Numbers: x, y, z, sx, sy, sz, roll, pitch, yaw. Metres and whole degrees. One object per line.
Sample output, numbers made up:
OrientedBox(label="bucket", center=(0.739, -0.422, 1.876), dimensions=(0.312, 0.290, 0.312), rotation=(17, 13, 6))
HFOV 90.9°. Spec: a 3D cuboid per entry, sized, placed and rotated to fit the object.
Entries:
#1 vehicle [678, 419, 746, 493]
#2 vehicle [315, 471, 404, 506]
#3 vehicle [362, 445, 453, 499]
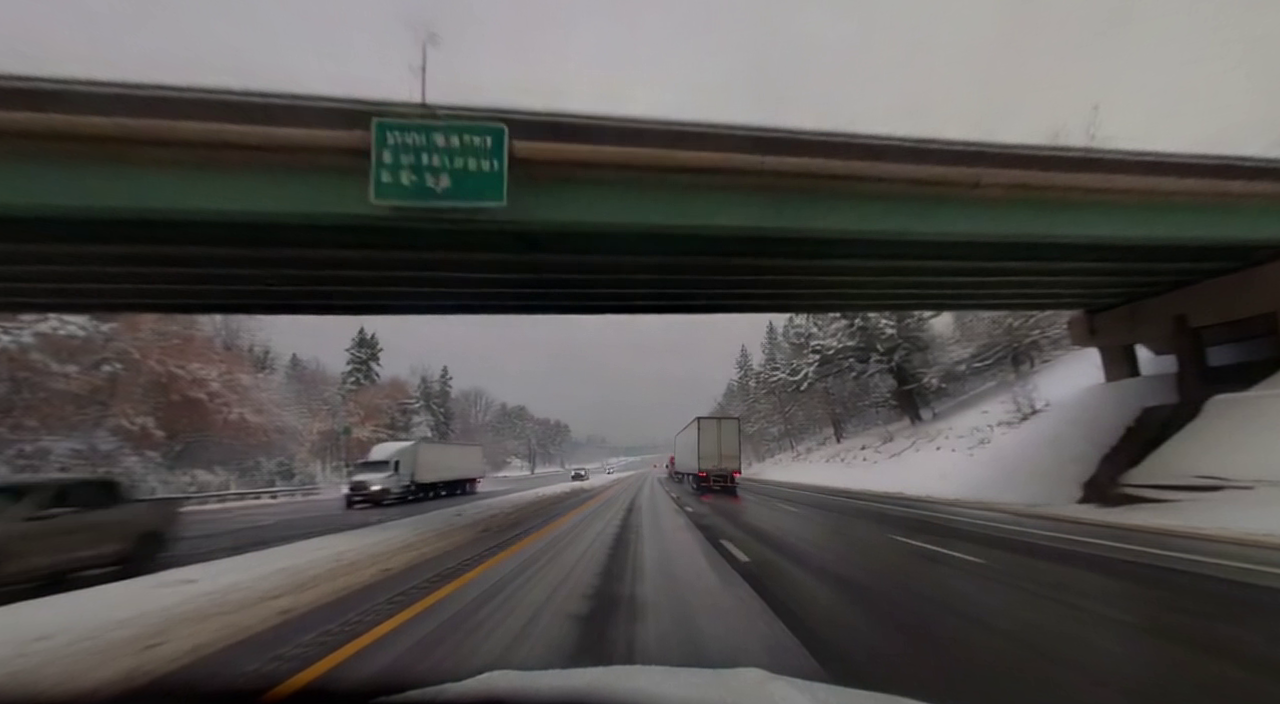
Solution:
OrientedBox(label="vehicle", center=(4.299, 6.777, 40.400), dimensions=(3.054, 4.005, 11.895), rotation=(1, -10, 0))
OrientedBox(label="vehicle", center=(-13.095, 6.378, 29.788), dimensions=(2.019, 1.441, 4.718), rotation=(1, -10, 1))
OrientedBox(label="vehicle", center=(-13.065, 6.863, 36.071), dimensions=(2.621, 2.742, 6.186), rotation=(0, -11, 1))
